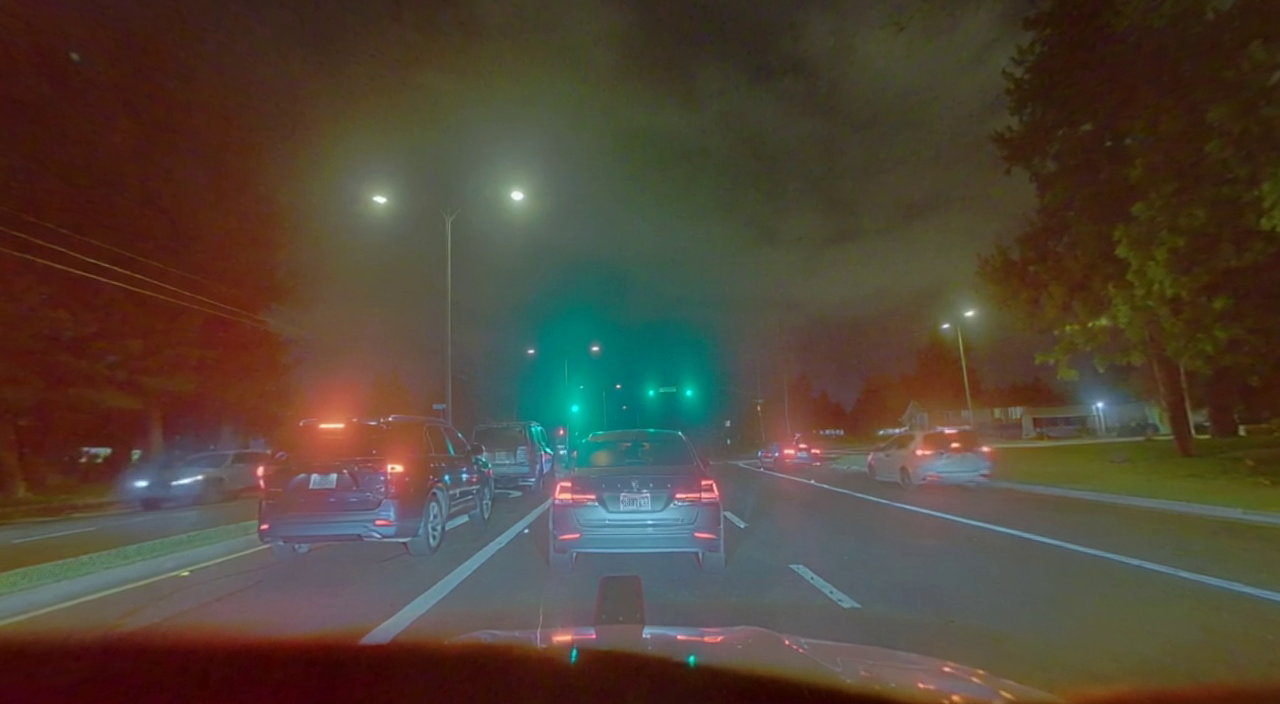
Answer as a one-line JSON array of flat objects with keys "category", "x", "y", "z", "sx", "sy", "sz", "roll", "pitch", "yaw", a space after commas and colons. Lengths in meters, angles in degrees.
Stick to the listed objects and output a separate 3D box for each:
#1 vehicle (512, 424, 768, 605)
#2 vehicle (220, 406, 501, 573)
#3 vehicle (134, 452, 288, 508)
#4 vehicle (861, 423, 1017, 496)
[{"category": "vehicle", "x": -0.059, "y": 1.644, "z": 7.308, "sx": 2.126, "sy": 1.475, "sz": 3.967, "roll": 0, "pitch": -8, "yaw": -2}, {"category": "vehicle", "x": -3.429, "y": 1.762, "z": 8.861, "sx": 2.046, "sy": 1.751, "sz": 4.208, "roll": 0, "pitch": -8, "yaw": -1}, {"category": "vehicle", "x": -12.955, "y": 3.841, "z": 19.450, "sx": 1.841, "sy": 1.469, "sz": 4.202, "roll": 0, "pitch": -8, "yaw": -1}, {"category": "vehicle", "x": 7.913, "y": 2.898, "z": 17.322, "sx": 2.059, "sy": 1.719, "sz": 4.443, "roll": 0, "pitch": -8, "yaw": 0}]
